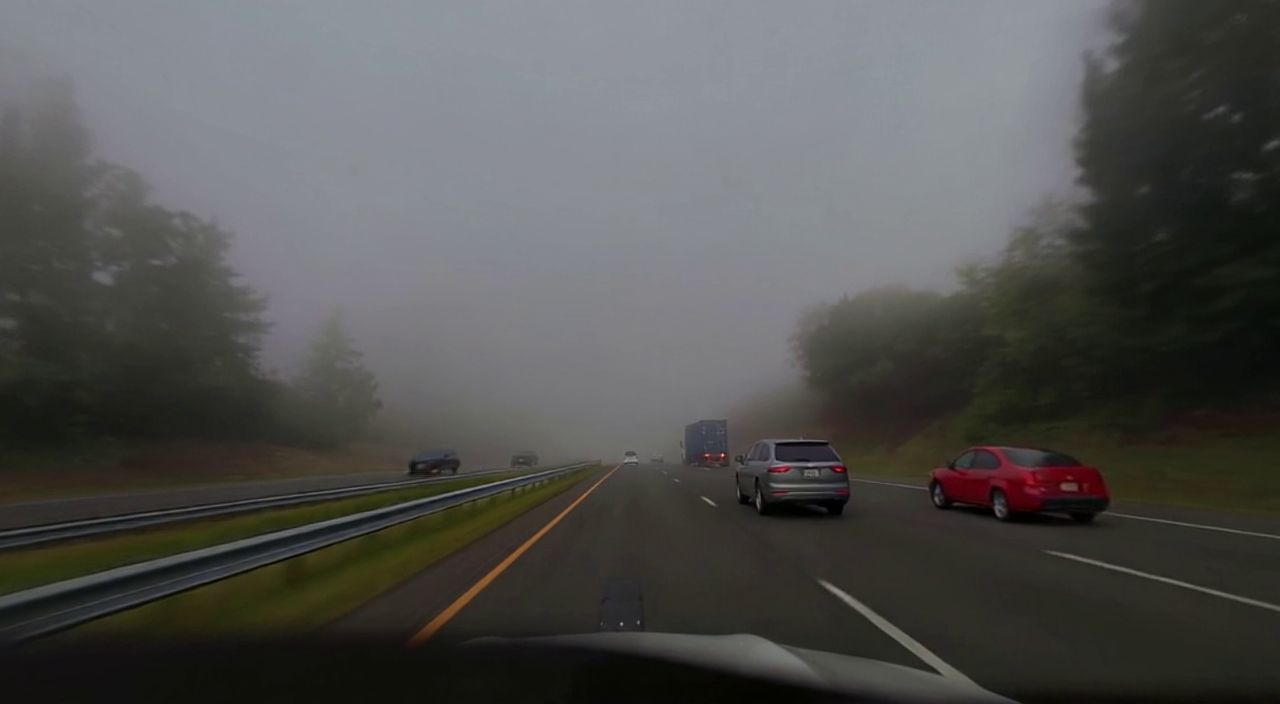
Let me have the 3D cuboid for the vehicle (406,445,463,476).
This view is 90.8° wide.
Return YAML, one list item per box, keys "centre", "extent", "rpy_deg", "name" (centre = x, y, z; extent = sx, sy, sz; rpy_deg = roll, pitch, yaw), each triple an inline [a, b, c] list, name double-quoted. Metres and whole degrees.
- centre: [-12.040, 6.361, 37.230]
  extent: [1.932, 1.689, 4.361]
  rpy_deg: [0, -9, 0]
  name: "vehicle"

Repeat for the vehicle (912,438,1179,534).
- centre: [7.344, 2.446, 12.207]
  extent: [2.024, 1.471, 4.618]
  rpy_deg: [0, -9, -1]
  name: "vehicle"

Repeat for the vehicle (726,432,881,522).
- centre: [3.391, 2.699, 14.168]
  extent: [2.130, 1.658, 4.537]
  rpy_deg: [0, -9, -2]
  name: "vehicle"
